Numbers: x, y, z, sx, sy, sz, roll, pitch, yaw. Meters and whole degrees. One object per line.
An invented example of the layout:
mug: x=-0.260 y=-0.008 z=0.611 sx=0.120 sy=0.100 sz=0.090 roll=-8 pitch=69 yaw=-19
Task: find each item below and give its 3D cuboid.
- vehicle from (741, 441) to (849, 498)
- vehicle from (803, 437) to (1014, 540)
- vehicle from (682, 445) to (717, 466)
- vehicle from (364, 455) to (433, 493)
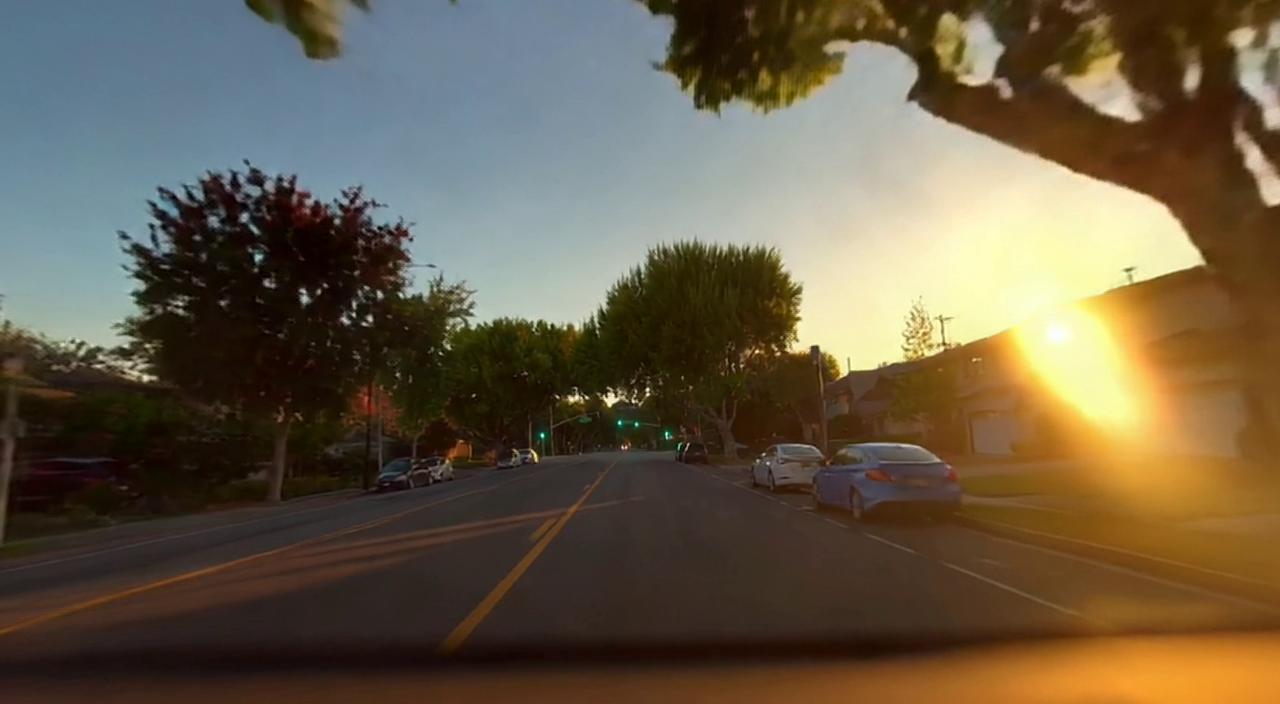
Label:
vehicle: x=4.472 y=3.460 z=19.076 sx=1.887 sy=1.480 sz=4.731 roll=0 pitch=-9 yaw=-2
vehicle: x=4.564 y=2.355 z=11.576 sx=1.924 sy=1.516 sz=4.163 roll=0 pitch=-9 yaw=-2
vehicle: x=4.298 y=7.608 z=46.432 sx=2.010 sy=1.461 sz=4.247 roll=0 pitch=-9 yaw=-2
vehicle: x=-11.633 y=5.879 z=30.762 sx=1.845 sy=1.626 sz=4.105 roll=0 pitch=-9 yaw=-2
